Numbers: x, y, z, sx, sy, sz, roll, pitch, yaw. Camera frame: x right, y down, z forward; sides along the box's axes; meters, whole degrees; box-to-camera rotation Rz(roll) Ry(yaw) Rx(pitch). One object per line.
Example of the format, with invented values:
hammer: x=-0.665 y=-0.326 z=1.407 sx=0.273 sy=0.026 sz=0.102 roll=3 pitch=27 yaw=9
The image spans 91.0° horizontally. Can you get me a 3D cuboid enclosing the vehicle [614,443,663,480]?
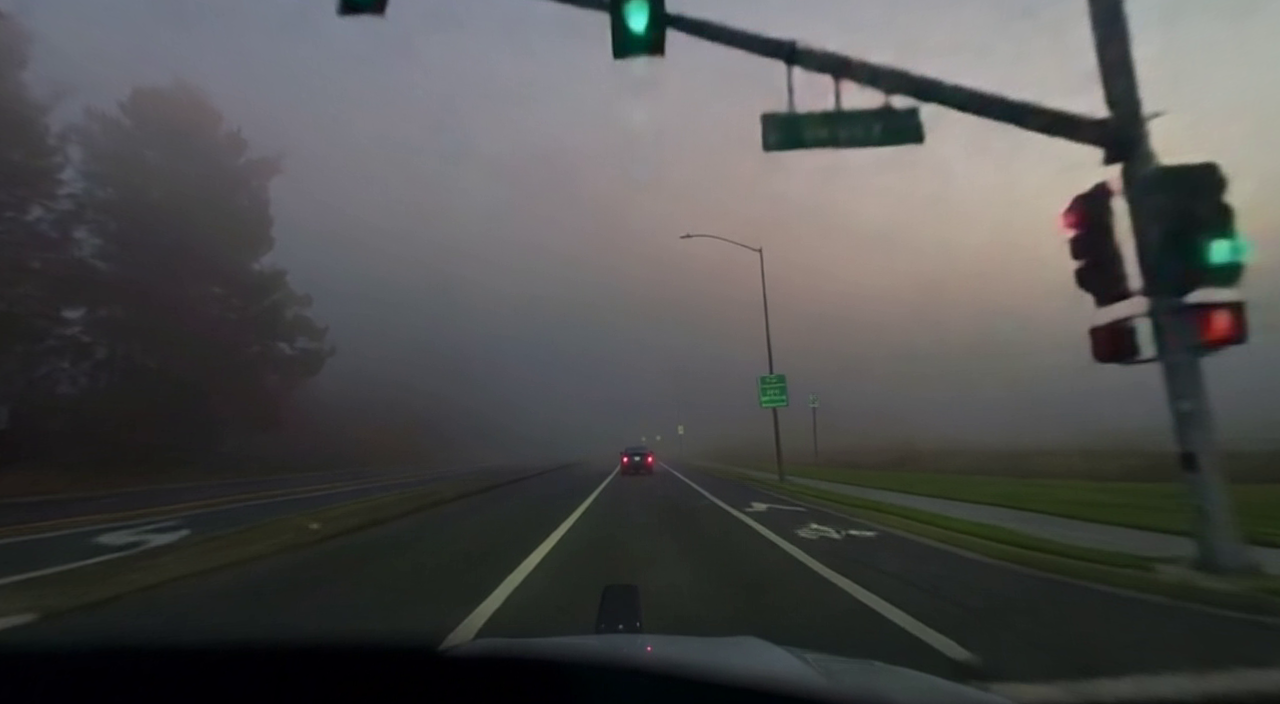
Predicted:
vehicle: x=-0.067 y=4.659 z=27.029 sx=1.954 sy=1.469 sz=3.465 roll=0 pitch=-8 yaw=0
